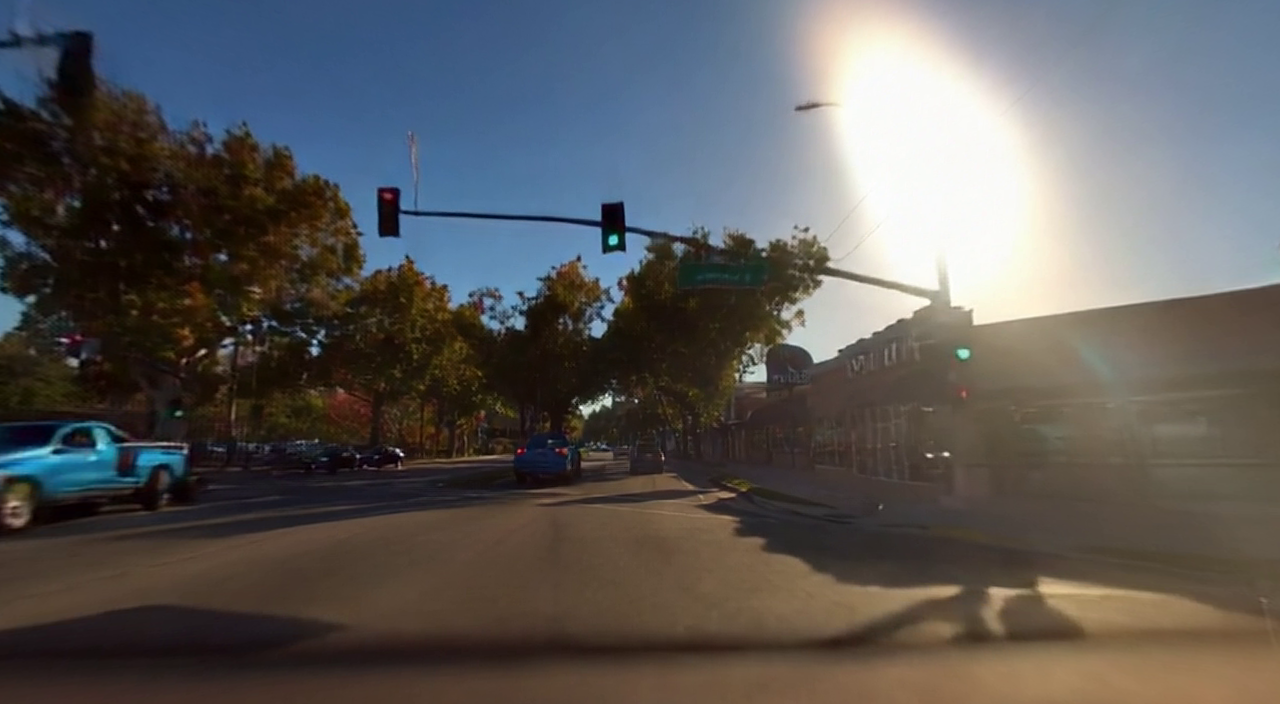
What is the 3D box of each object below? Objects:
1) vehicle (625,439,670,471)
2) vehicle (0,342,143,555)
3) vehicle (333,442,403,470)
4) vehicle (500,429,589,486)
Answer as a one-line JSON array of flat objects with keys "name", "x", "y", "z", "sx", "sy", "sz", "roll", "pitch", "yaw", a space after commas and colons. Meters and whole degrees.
[{"name": "vehicle", "x": 0.336, "y": 5.169, "z": 31.863, "sx": 2.103, "sy": 1.487, "sz": 4.101, "roll": 0, "pitch": -8, "yaw": 0}, {"name": "vehicle", "x": -9.997, "y": 1.450, "z": 9.667, "sx": 2.507, "sy": 2.667, "sz": 4.567, "roll": 4, "pitch": -9, "yaw": -24}, {"name": "vehicle", "x": -15.961, "y": 6.116, "z": 37.413, "sx": 1.912, "sy": 1.432, "sz": 5.070, "roll": -3, "pitch": -8, "yaw": 0}, {"name": "vehicle", "x": -3.251, "y": 3.723, "z": 22.661, "sx": 2.464, "sy": 1.777, "sz": 5.128, "roll": 0, "pitch": -8, "yaw": -1}]
